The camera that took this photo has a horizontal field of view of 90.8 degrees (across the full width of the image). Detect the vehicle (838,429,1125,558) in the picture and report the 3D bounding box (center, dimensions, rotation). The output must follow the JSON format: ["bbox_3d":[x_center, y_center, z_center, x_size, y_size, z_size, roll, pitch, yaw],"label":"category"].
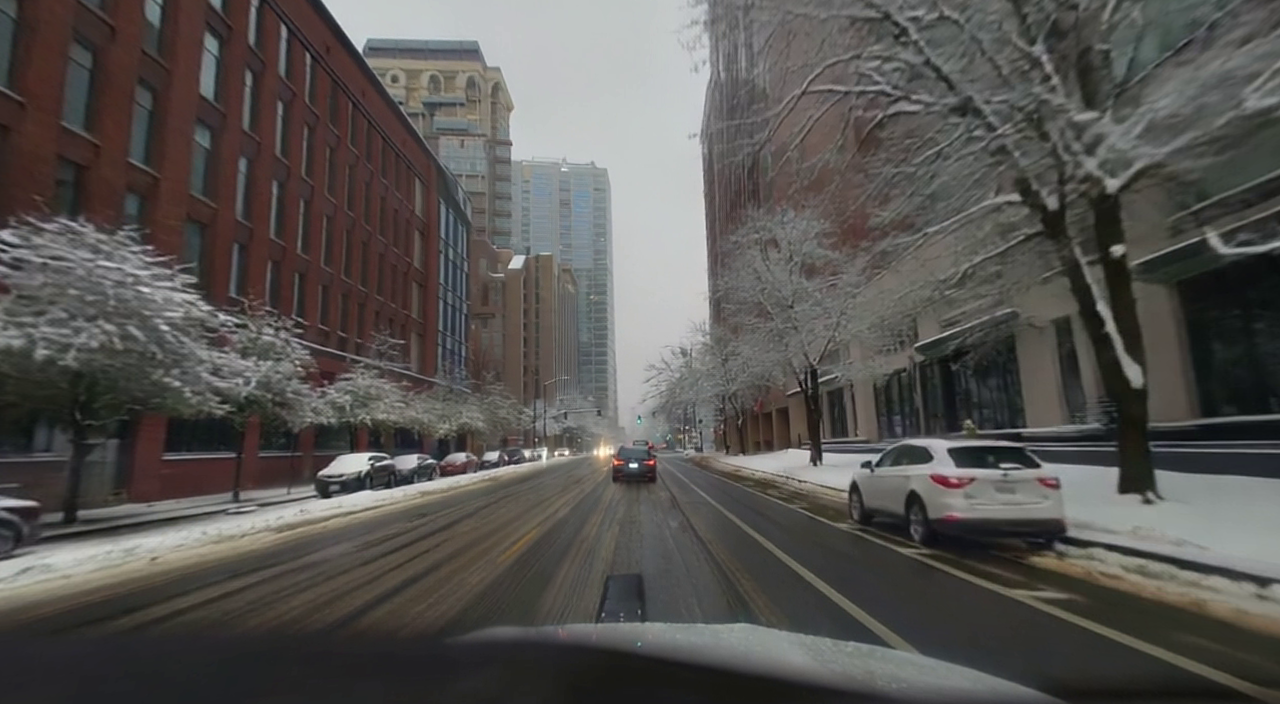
[{"bbox_3d":[4.967,2.087,10.080,2.075,1.584,4.201,0,-9,-2],"label":"vehicle"}]

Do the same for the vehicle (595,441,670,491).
[{"bbox_3d":[-0.197,3.735,21.079,2.269,1.479,3.980,0,-8,1],"label":"vehicle"}]

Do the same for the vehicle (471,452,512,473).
[{"bbox_3d":[-11.557,8.618,49.419,1.991,1.507,4.879,0,-8,0],"label":"vehicle"}]

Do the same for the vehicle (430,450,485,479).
[{"bbox_3d":[-11.824,7.278,41.286,2.077,1.732,4.704,0,-8,1],"label":"vehicle"}]

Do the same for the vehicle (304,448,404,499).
[{"bbox_3d":[-11.891,5.029,26.693,2.114,1.938,4.590,0,-8,-1],"label":"vehicle"}]

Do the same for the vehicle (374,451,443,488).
[{"bbox_3d":[-11.730,5.945,32.284,1.881,1.686,4.451,0,-8,-1],"label":"vehicle"}]
